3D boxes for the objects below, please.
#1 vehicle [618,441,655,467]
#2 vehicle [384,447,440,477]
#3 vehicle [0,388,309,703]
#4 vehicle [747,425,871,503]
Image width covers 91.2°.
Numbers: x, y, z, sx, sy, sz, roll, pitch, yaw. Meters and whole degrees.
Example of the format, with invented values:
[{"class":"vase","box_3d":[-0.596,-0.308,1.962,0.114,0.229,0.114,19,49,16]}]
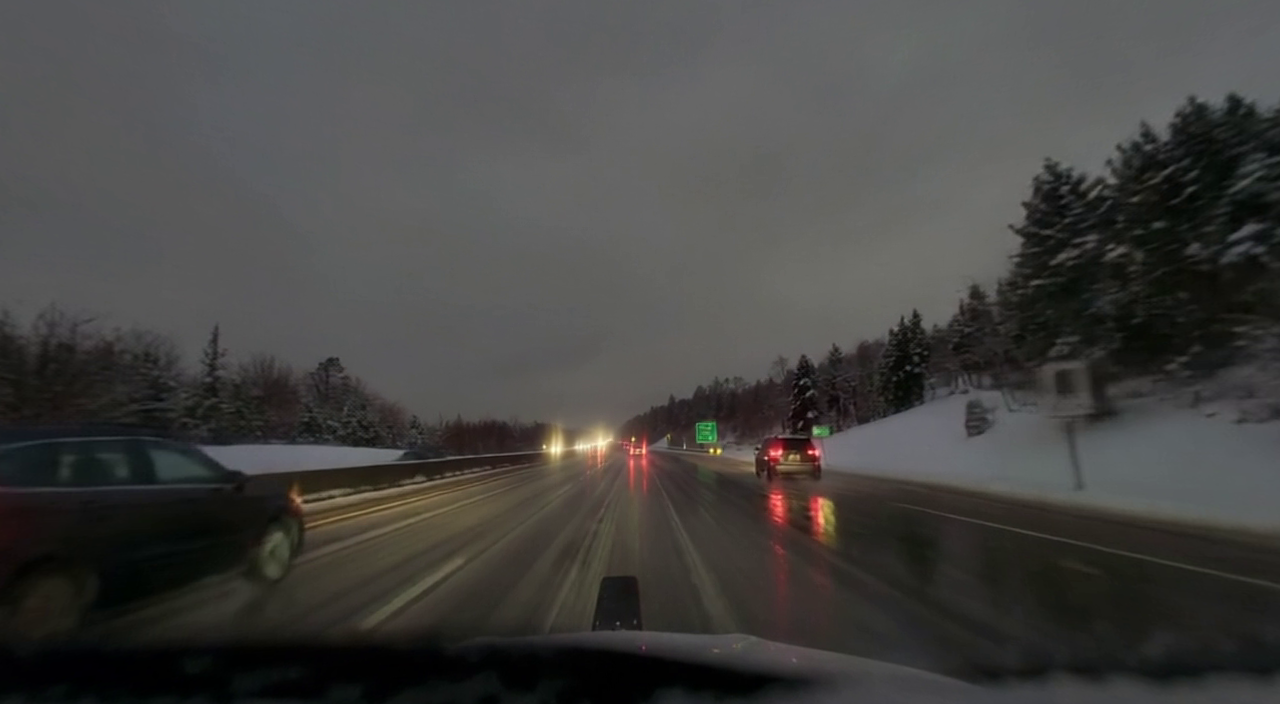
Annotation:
[{"class":"vehicle","box_3d":[-0.202,6.671,41.158,1.969,1.595,3.964,-1,-8,6]},{"class":"vehicle","box_3d":[-13.003,6.296,36.018,1.975,1.574,4.341,0,-9,-5]},{"class":"vehicle","box_3d":[-4.135,1.065,3.548,2.084,1.594,4.219,-1,-9,2]},{"class":"vehicle","box_3d":[4.055,2.771,15.854,2.143,1.667,4.221,-1,-9,3]}]
